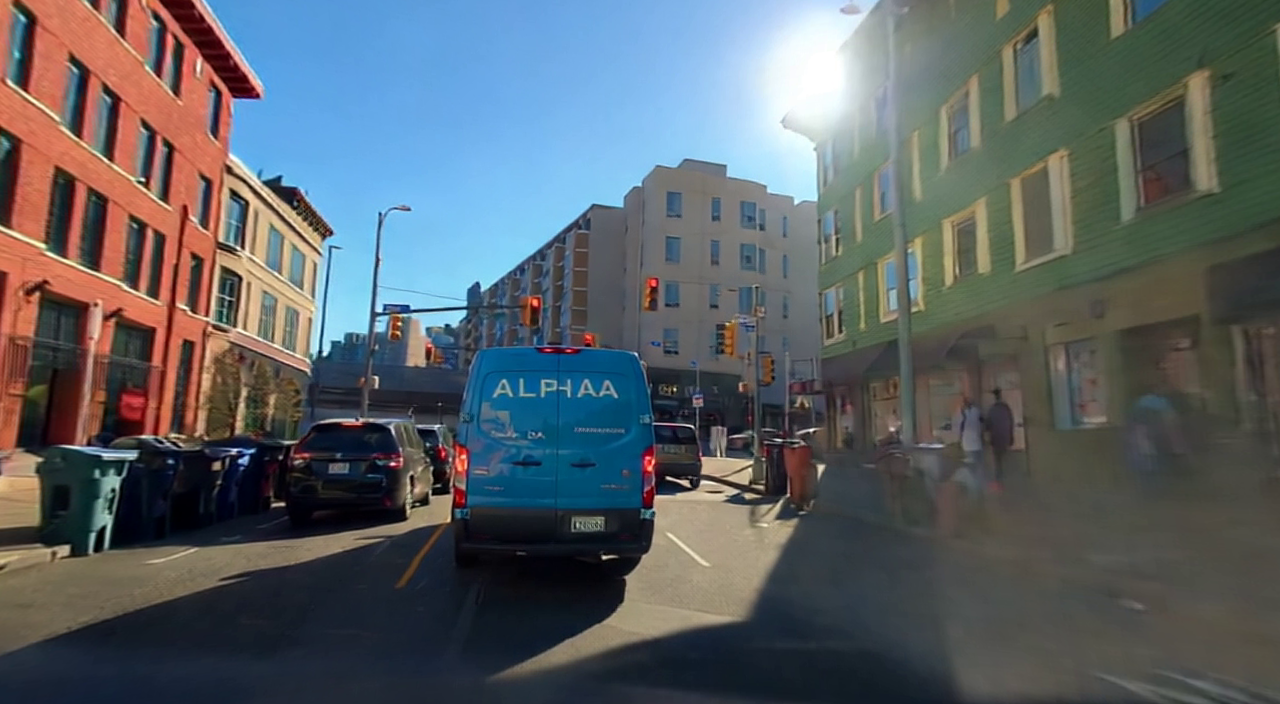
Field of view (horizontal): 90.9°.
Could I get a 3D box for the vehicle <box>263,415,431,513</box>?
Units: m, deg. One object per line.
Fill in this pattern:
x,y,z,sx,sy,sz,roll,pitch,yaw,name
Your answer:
-5.061,1.945,11.415,1.841,1.461,3.426,1,-8,-9,vehicle

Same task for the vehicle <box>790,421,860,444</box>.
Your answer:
11.887,5.176,40.476,3.885,1.449,1.757,2,-8,-11,vehicle

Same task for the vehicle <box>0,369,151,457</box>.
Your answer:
-24.376,2.375,24.238,8.088,3.213,2.801,2,-8,-11,vehicle

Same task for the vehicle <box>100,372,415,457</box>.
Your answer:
-15.243,2.686,26.206,10.606,3.178,3.014,2,-8,-12,vehicle

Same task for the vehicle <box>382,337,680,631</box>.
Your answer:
-1.015,1.146,6.395,1.951,1.907,4.266,1,-8,-9,vehicle
